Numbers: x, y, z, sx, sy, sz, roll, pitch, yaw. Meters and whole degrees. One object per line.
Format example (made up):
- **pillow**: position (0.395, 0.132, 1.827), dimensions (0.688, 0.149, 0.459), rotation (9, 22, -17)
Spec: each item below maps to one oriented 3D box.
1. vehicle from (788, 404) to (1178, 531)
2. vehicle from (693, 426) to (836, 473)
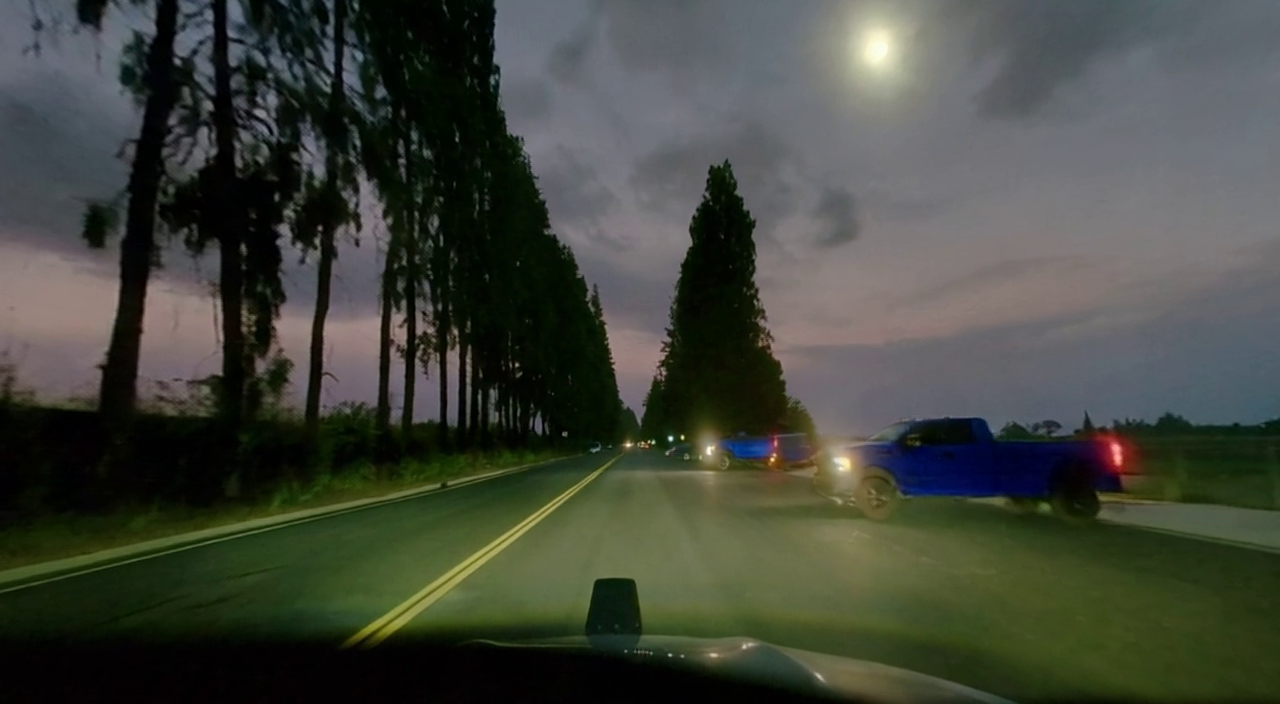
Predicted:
- **vehicle**: position (6.003, 2.104, 11.818), dimensions (5.797, 2.070, 2.502), rotation (0, -8, -1)
- **vehicle**: position (6.227, 4.980, 32.369), dimensions (6.645, 2.298, 2.763), rotation (0, -9, -3)
